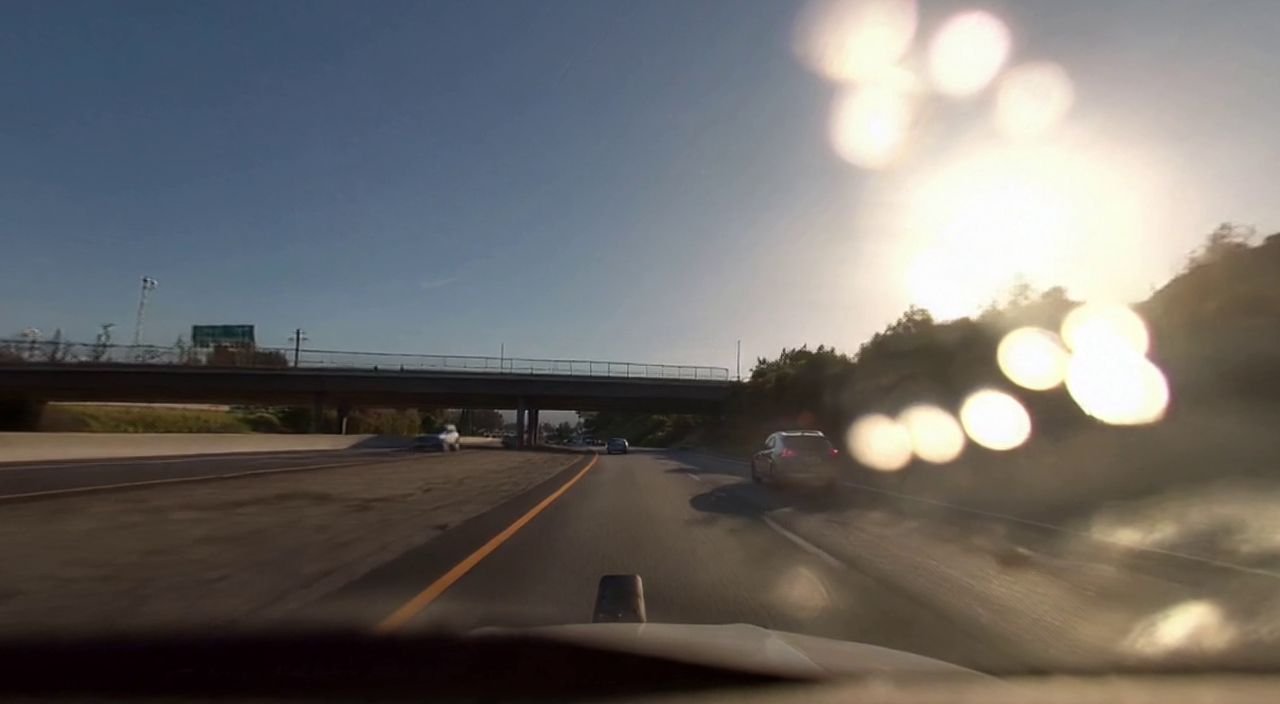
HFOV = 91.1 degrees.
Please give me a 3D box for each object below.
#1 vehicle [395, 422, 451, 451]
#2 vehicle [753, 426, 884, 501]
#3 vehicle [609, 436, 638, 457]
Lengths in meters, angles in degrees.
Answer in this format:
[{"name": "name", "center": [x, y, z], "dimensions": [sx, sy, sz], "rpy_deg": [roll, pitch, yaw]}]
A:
[{"name": "vehicle", "center": [-13.311, 5.242, 38.848], "dimensions": [1.962, 1.640, 4.442], "rpy_deg": [0, -8, -2]}, {"name": "vehicle", "center": [3.958, 2.510, 14.583], "dimensions": [1.852, 1.513, 3.652], "rpy_deg": [0, -8, -2]}, {"name": "vehicle", "center": [-1.234, 6.885, 45.932], "dimensions": [1.998, 1.512, 3.735], "rpy_deg": [0, -8, -3]}]
